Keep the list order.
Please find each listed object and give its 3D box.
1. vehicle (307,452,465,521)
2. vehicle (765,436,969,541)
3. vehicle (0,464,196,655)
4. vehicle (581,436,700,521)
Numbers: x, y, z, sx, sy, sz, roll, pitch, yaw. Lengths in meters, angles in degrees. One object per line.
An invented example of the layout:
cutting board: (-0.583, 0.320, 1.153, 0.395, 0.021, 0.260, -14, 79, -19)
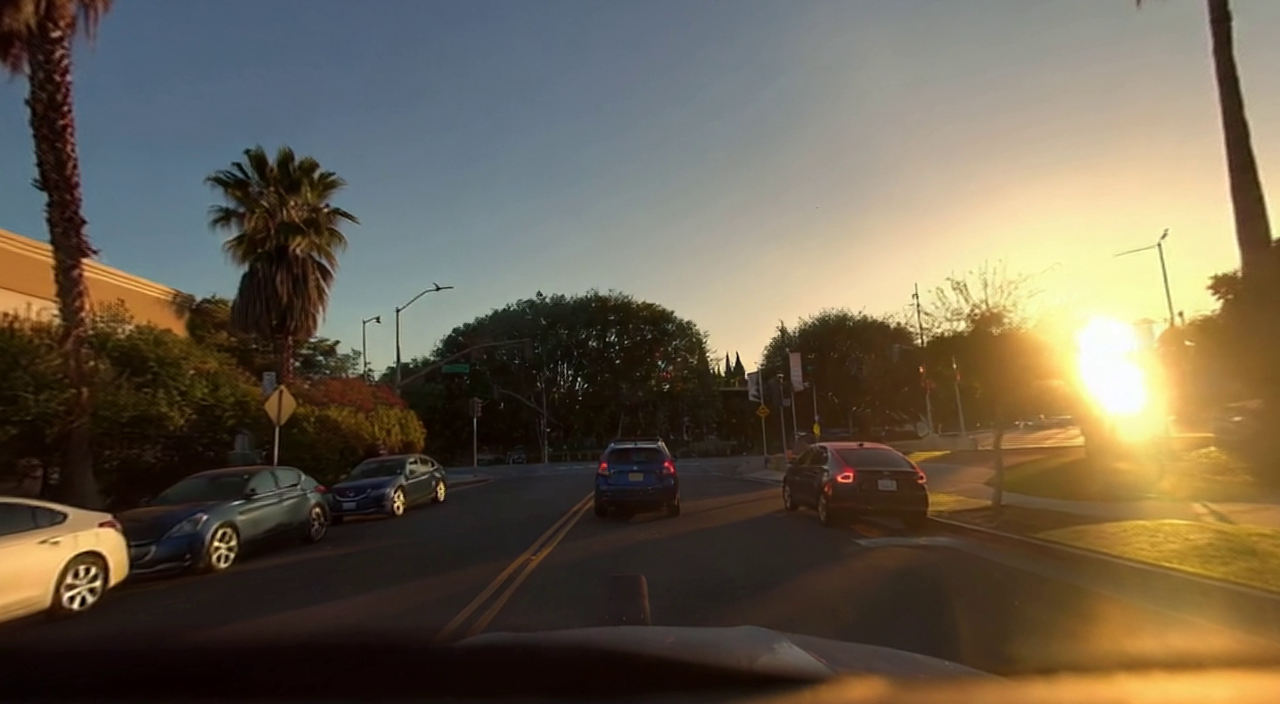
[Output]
vehicle: (-6.370, 3.390, 16.554, 2.105, 1.469, 4.693, 0, -8, 1)
vehicle: (3.562, 2.200, 10.912, 1.821, 1.417, 4.454, 0, -8, -1)
vehicle: (-6.176, 1.725, 5.105, 1.850, 1.482, 4.454, 0, -8, 1)
vehicle: (-0.001, 2.500, 13.039, 2.060, 1.452, 4.078, 0, -8, 0)
